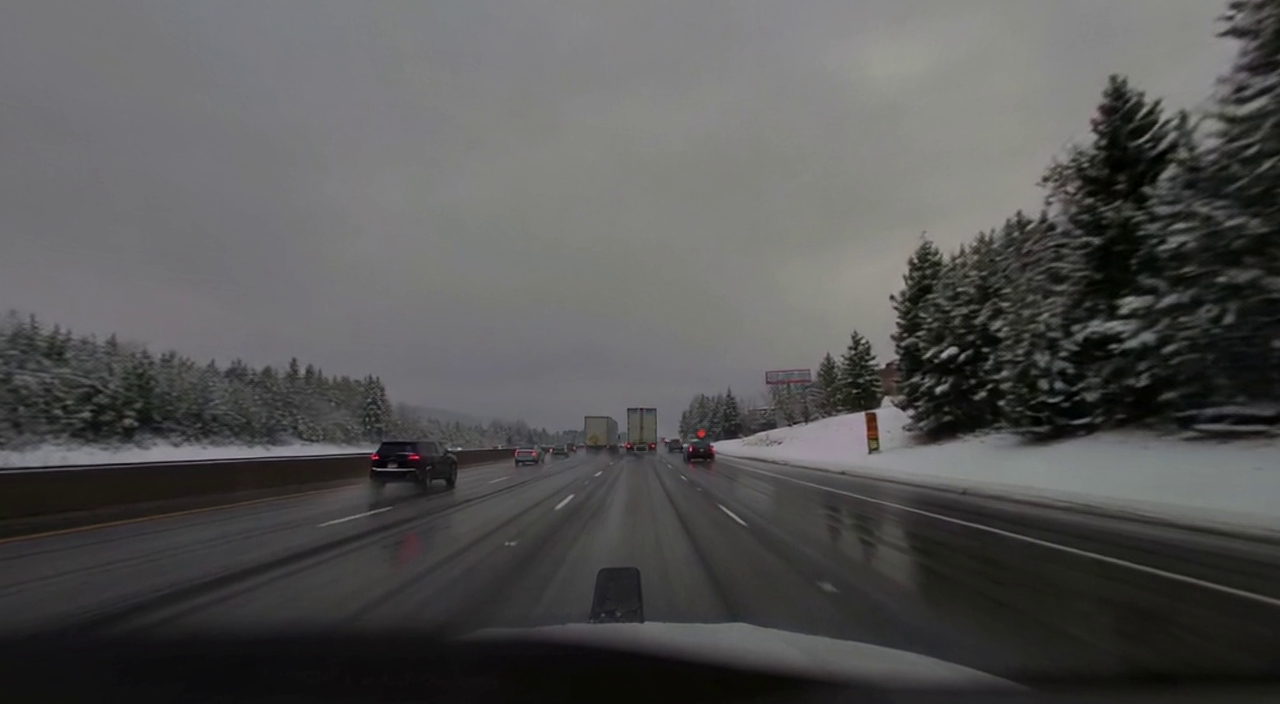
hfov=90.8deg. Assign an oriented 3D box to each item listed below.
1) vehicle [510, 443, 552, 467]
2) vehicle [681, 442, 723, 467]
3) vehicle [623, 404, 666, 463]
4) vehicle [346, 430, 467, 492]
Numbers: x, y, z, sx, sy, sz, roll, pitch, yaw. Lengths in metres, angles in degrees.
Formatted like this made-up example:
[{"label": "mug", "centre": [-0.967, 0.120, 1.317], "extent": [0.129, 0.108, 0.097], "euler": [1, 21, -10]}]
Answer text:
[{"label": "vehicle", "centre": [-6.892, 6.572, 40.347], "extent": [1.891, 1.460, 4.506], "euler": [0, -9, 0]}, {"label": "vehicle", "centre": [3.636, 6.126, 37.855], "extent": [2.006, 1.452, 4.246], "euler": [0, -9, -1]}, {"label": "vehicle", "centre": [0.273, 6.551, 49.940], "extent": [2.969, 4.104, 10.906], "euler": [0, -9, 0]}, {"label": "vehicle", "centre": [-7.280, 3.451, 20.240], "extent": [2.122, 1.754, 4.379], "euler": [0, -9, 1]}]
